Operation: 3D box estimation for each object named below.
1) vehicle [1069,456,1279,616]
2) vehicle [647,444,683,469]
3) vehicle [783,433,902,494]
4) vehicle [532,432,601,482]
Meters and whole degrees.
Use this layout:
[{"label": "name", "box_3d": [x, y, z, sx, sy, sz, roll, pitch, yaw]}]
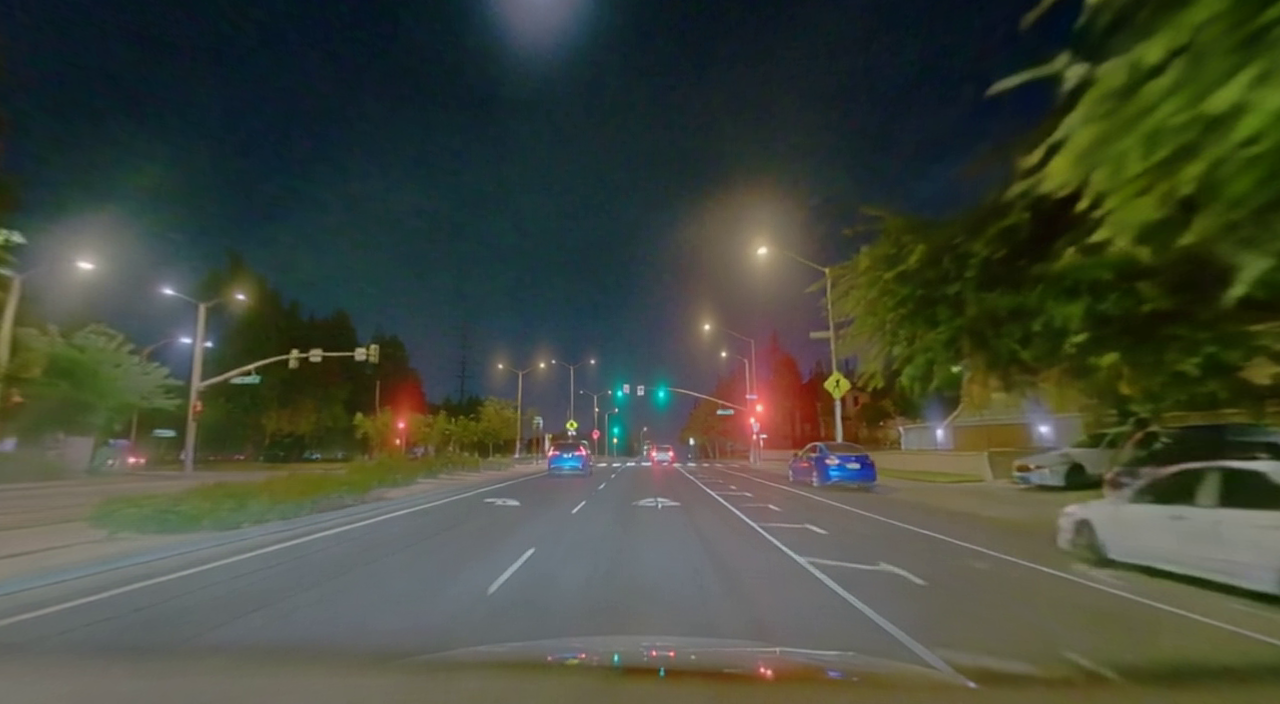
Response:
[{"label": "vehicle", "box_3d": [6.126, 1.608, 5.701, 1.784, 1.253, 3.905, 0, -8, 1]}, {"label": "vehicle", "box_3d": [1.496, 6.514, 39.537, 2.075, 1.480, 3.920, 0, -8, 0]}, {"label": "vehicle", "box_3d": [6.273, 3.519, 20.254, 2.038, 1.687, 4.985, 0, -8, -2]}, {"label": "vehicle", "box_3d": [-2.863, 4.228, 25.600, 2.150, 1.812, 4.423, 0, -8, 1]}]
